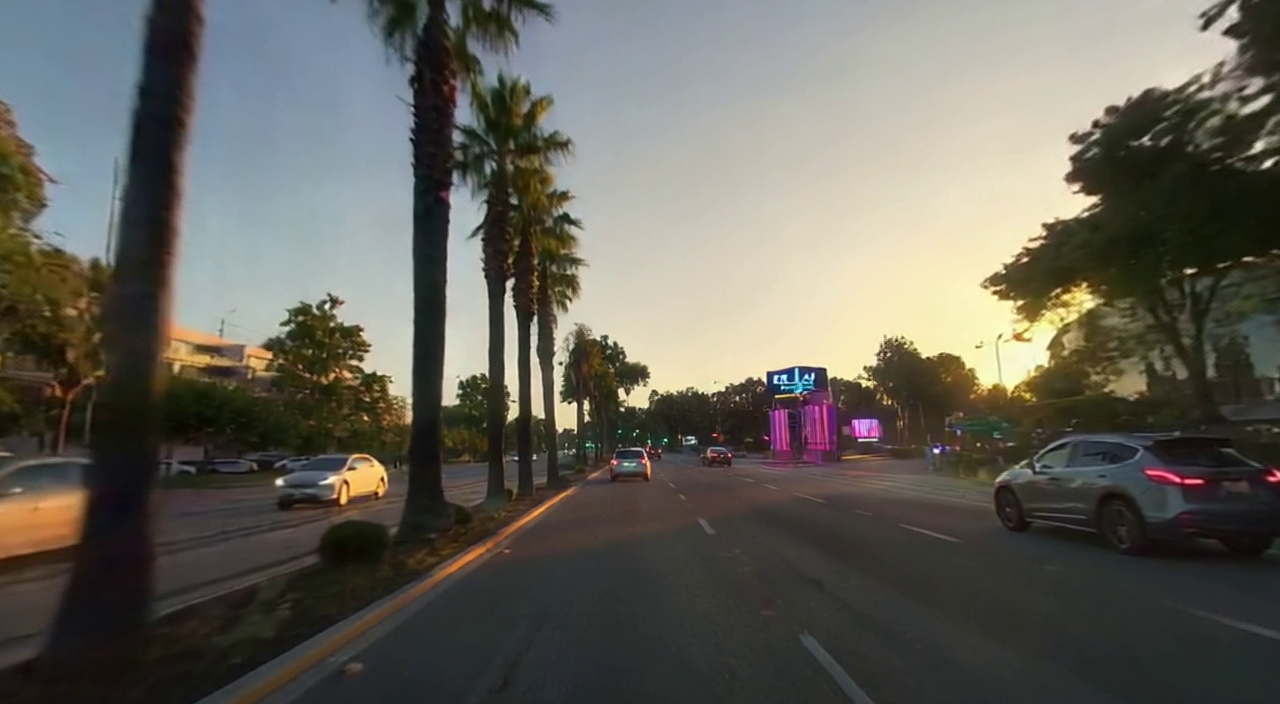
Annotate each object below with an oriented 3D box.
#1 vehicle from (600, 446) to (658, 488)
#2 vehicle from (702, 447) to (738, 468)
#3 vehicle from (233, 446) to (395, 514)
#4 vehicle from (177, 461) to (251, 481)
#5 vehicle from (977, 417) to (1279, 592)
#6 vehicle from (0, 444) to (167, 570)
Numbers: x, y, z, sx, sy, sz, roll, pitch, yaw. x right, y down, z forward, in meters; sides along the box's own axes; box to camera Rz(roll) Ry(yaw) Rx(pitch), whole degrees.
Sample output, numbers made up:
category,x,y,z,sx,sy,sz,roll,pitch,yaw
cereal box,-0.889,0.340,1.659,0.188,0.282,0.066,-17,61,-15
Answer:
category,x,y,z,sx,sy,sz,roll,pitch,yaw
vehicle,-0.398,4.184,23.195,1.970,1.402,3.756,0,-9,-1
vehicle,5.825,7.745,46.361,1.970,1.461,4.267,0,-9,-2
vehicle,-8.527,3.338,17.018,1.930,1.478,4.552,-1,-8,0
vehicle,-33.498,9.364,49.555,4.389,1.448,1.925,0,-9,2
vehicle,6.390,1.747,7.998,1.949,1.647,3.894,0,-9,-1
vehicle,-8.687,1.925,7.845,2.088,1.471,4.534,-1,-8,0
